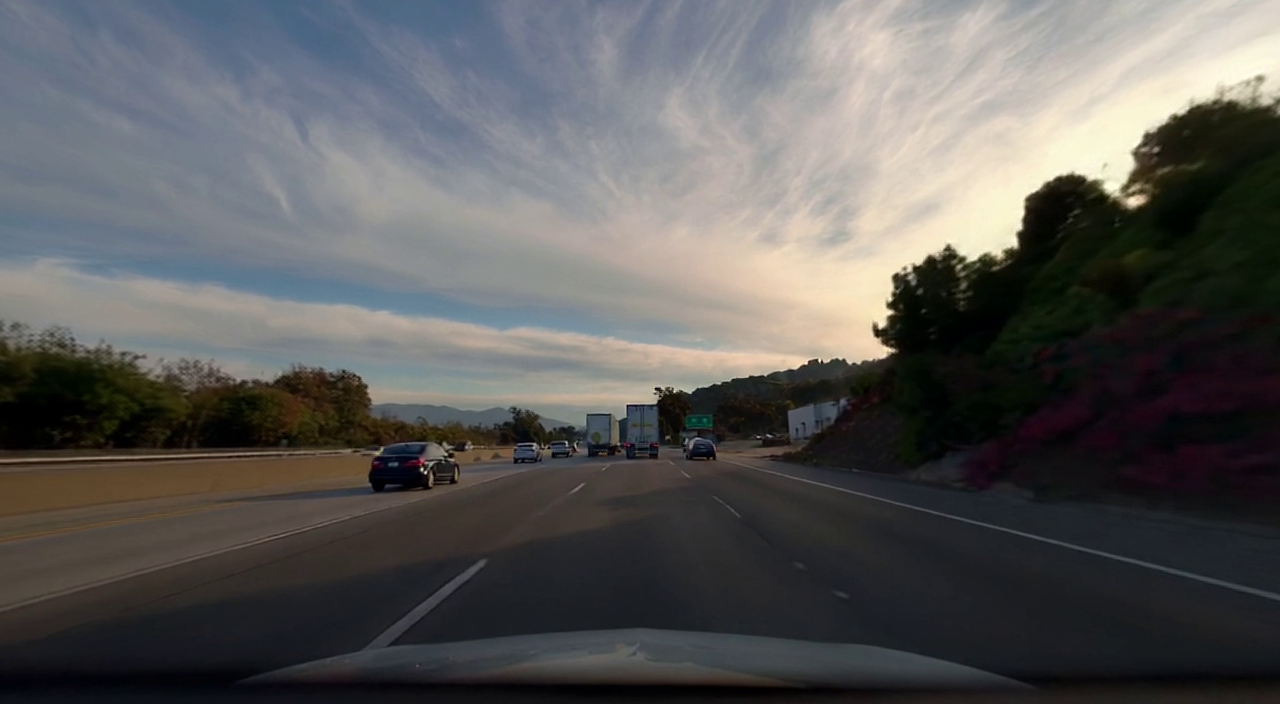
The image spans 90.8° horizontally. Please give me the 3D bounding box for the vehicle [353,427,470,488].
[{"bbox_3d":[-7.272,3.418,20.672,2.122,1.754,4.379,0,-8,1],"label":"vehicle"}]

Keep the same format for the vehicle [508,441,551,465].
[{"bbox_3d":[-6.990,6.411,40.254,1.891,1.460,4.506,0,-8,0],"label":"vehicle"}]

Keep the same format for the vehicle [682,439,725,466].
[{"bbox_3d":[3.652,5.876,36.976,2.006,1.452,4.246,0,-9,-1],"label":"vehicle"}]

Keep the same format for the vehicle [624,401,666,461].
[{"bbox_3d":[0.299,6.318,49.555,2.969,4.104,10.906,0,-9,-1],"label":"vehicle"}]
